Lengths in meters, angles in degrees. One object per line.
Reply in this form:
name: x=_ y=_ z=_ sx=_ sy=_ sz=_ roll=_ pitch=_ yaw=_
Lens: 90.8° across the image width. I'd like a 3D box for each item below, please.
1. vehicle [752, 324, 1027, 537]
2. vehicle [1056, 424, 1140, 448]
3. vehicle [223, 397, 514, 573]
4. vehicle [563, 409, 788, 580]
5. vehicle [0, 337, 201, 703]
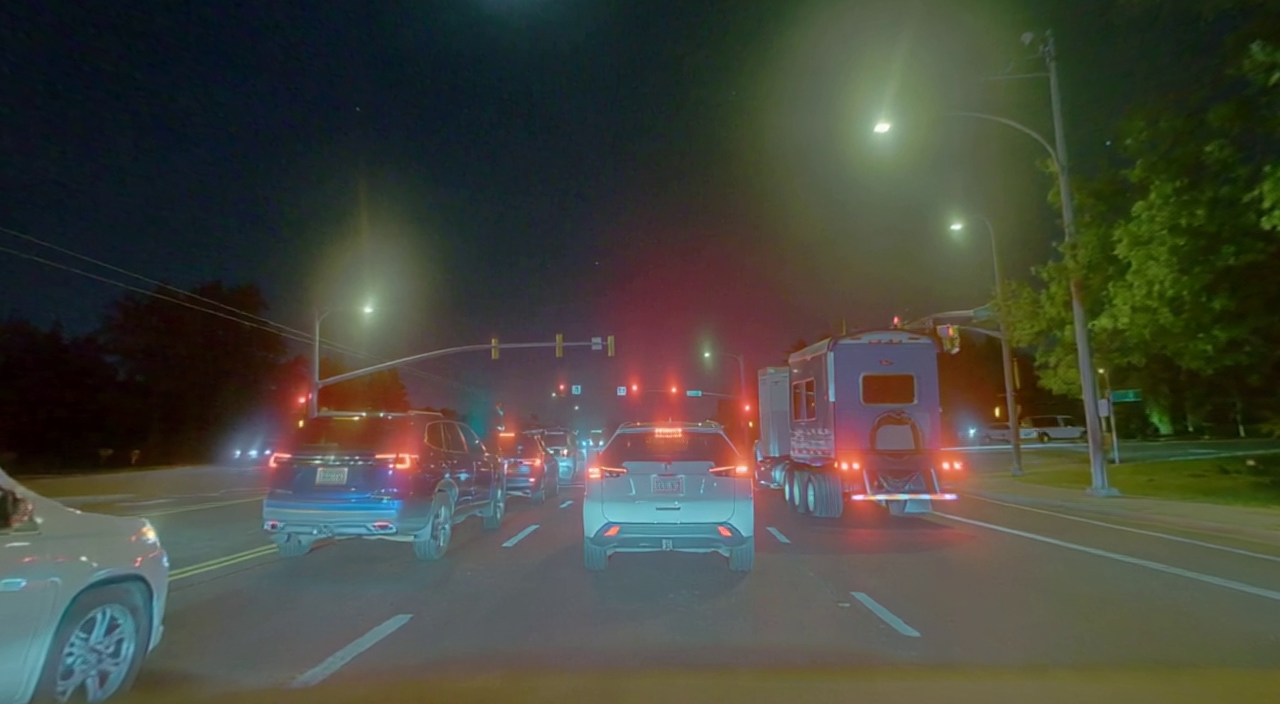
vehicle: x=3.690 y=1.404 z=11.007 sx=2.531 sy=2.750 sz=5.595 roll=0 pitch=-9 yaw=1
vehicle: x=33.157 y=6.141 z=45.888 sx=4.671 sy=1.595 sz=1.824 roll=-6 pitch=-10 yaw=31
vehicle: x=-3.267 y=1.715 z=8.836 sx=2.085 sy=1.812 sz=4.388 roll=0 pitch=-9 yaw=0
vehicle: x=0.355 y=1.706 z=8.316 sx=2.189 sy=1.649 sz=4.171 roll=0 pitch=-9 yaw=0
vehicle: x=-3.427 y=0.665 z=1.412 sx=1.952 sy=1.730 sz=4.116 roll=0 pitch=-9 yaw=-1
